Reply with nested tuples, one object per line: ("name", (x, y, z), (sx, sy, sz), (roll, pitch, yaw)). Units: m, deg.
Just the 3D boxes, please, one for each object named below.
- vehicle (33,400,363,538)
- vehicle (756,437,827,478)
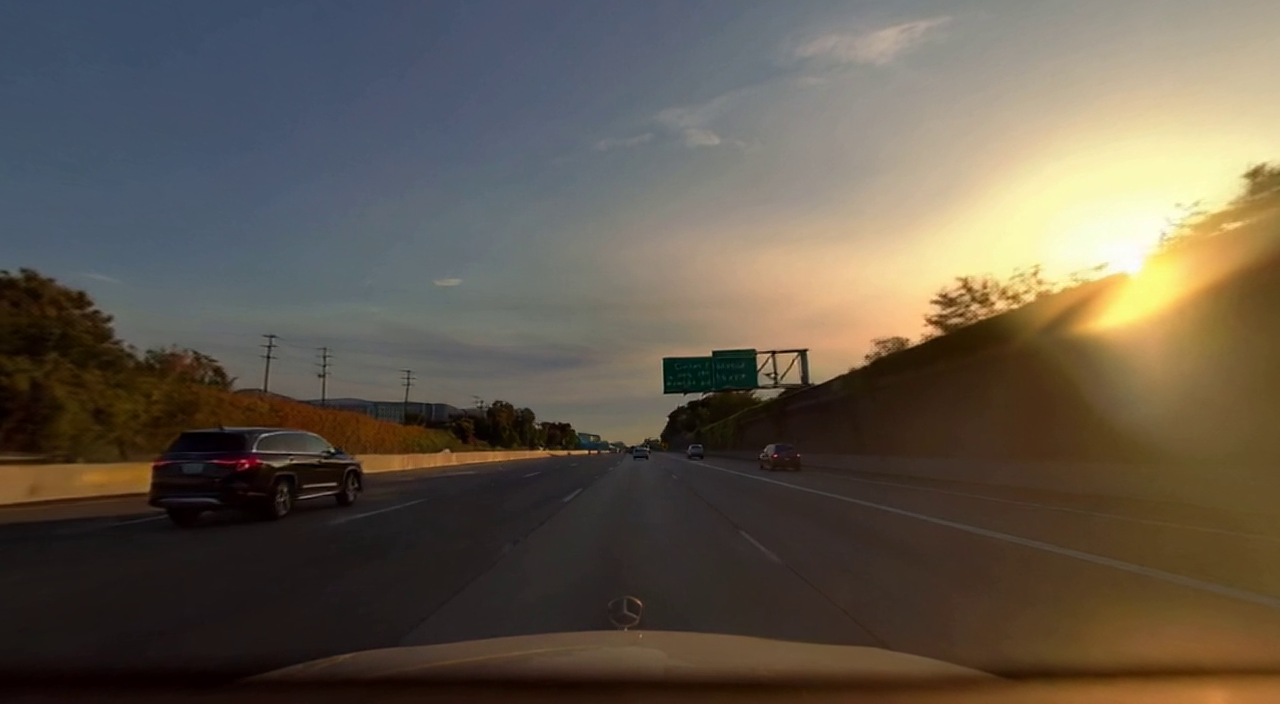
("vehicle", (-7.654, 2.118, 11.906), (2.431, 2.005, 5.166), (0, -9, 0))
("vehicle", (7.017, 4.953, 29.681), (2.167, 1.781, 4.340), (0, -9, -1))
